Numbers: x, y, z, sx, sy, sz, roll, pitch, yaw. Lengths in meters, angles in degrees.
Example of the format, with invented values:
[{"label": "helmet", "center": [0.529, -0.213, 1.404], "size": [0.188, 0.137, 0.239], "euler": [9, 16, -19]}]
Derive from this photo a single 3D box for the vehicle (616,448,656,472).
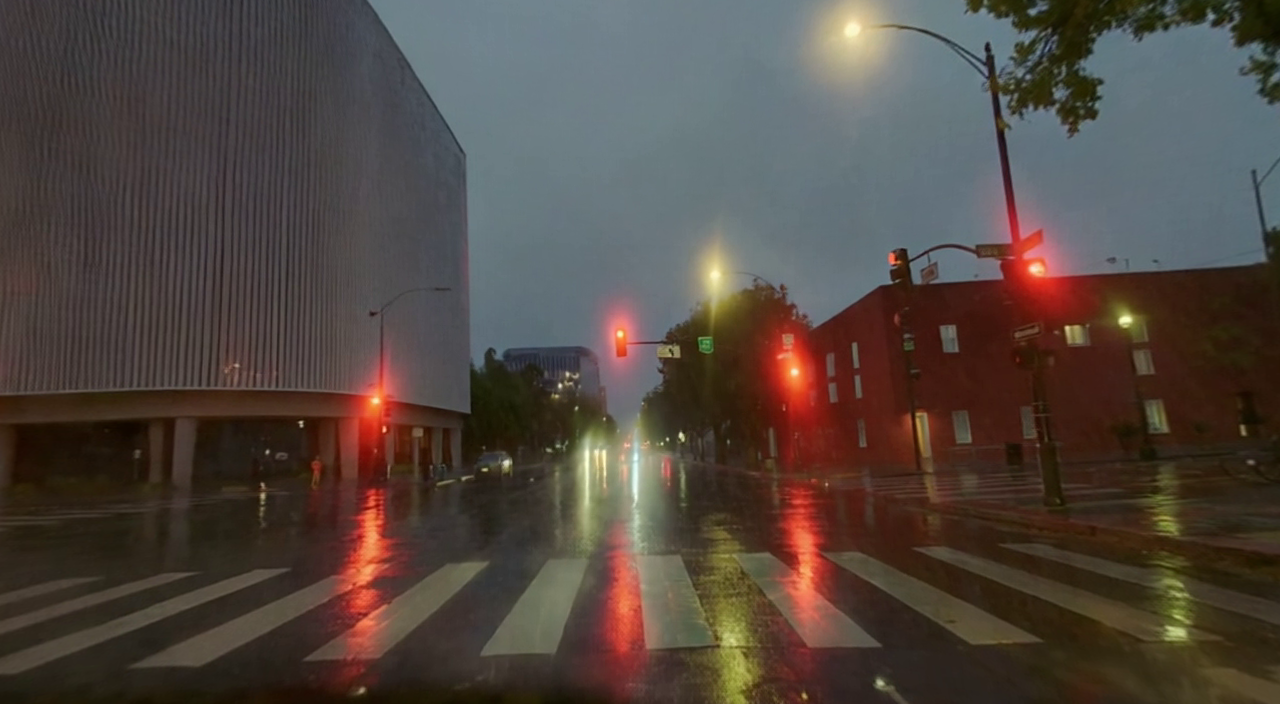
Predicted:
[{"label": "vehicle", "center": [-0.201, 6.965, 41.084], "size": [2.088, 1.452, 4.833], "euler": [-1, -8, 6]}]
